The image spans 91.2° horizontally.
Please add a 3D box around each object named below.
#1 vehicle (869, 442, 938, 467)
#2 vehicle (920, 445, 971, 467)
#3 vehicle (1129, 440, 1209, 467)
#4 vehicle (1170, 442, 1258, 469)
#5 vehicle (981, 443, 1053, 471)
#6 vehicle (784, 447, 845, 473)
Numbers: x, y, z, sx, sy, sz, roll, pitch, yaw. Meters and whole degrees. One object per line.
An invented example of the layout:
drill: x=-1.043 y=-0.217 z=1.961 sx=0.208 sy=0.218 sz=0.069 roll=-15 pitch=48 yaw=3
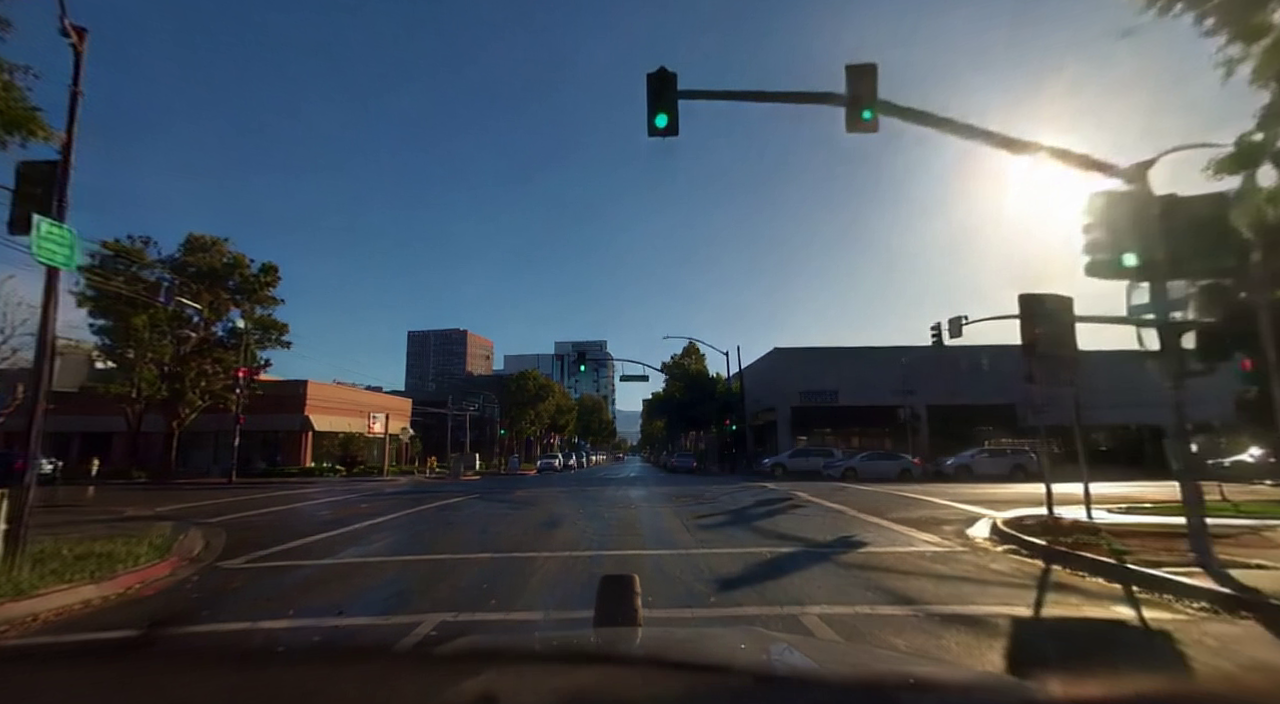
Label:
vehicle: x=16.978 y=6.587 z=40.336 sx=4.522 sy=1.546 sz=1.941 roll=6 pitch=-11 yaw=-35
vehicle: x=21.869 y=7.456 z=44.966 sx=1.923 sy=1.463 sz=3.758 roll=-1 pitch=-8 yaw=3
vehicle: x=29.067 y=5.557 z=34.538 sx=1.591 sy=1.332 sz=3.202 roll=-2 pitch=-8 yaw=1
vehicle: x=31.443 y=5.675 z=34.452 sx=1.612 sy=1.402 sz=3.320 roll=-1 pitch=-9 yaw=0
vehicle: x=20.957 y=5.839 z=35.007 sx=1.851 sy=1.388 sz=3.475 roll=0 pitch=-7 yaw=1
vehicle: x=11.157 y=6.832 z=39.916 sx=1.955 sy=1.508 sz=4.295 roll=-9 pitch=-12 yaw=43
